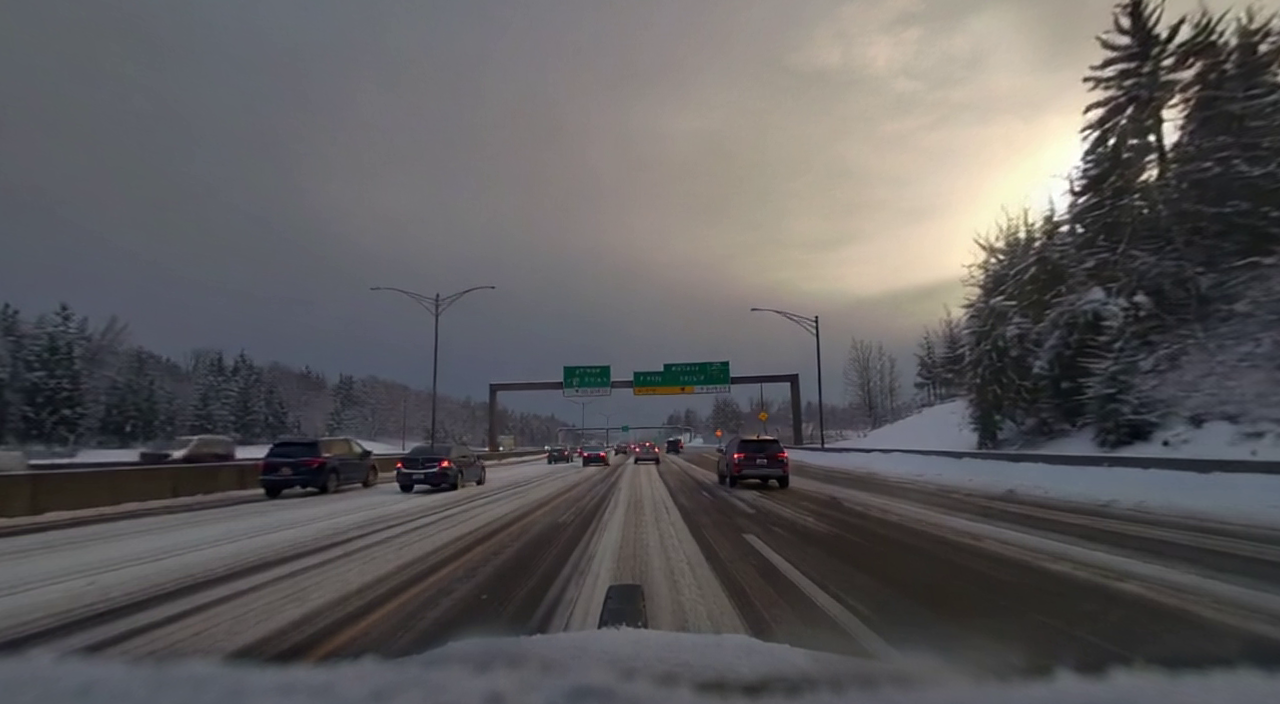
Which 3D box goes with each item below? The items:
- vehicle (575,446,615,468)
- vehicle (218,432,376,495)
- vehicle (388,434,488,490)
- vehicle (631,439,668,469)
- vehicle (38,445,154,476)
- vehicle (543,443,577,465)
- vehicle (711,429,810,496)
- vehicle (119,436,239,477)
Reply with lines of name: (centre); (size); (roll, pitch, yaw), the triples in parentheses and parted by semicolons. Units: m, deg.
vehicle: (-2.927, 6.958, 41.993); (2.205, 1.406, 4.286); (0, -8, 2)
vehicle: (-11.203, 3.667, 21.227); (2.292, 1.848, 5.285); (0, -8, 0)
vehicle: (-6.637, 3.641, 21.181); (1.946, 1.688, 4.019); (0, -8, 1)
vehicle: (0.585, 6.187, 38.439); (2.133, 1.739, 3.925); (0, -8, 1)
vehicle: (-29.769, 5.914, 34.750); (2.100, 1.589, 4.861); (0, -8, -1)
vehicle: (-6.032, 7.784, 48.235); (1.992, 1.604, 3.966); (0, -8, 1)
vehicle: (3.575, 3.378, 19.666); (2.083, 1.823, 4.627); (0, -8, -1)
vehicle: (-22.327, 5.060, 30.864); (2.065, 1.793, 5.041); (0, -8, 0)
